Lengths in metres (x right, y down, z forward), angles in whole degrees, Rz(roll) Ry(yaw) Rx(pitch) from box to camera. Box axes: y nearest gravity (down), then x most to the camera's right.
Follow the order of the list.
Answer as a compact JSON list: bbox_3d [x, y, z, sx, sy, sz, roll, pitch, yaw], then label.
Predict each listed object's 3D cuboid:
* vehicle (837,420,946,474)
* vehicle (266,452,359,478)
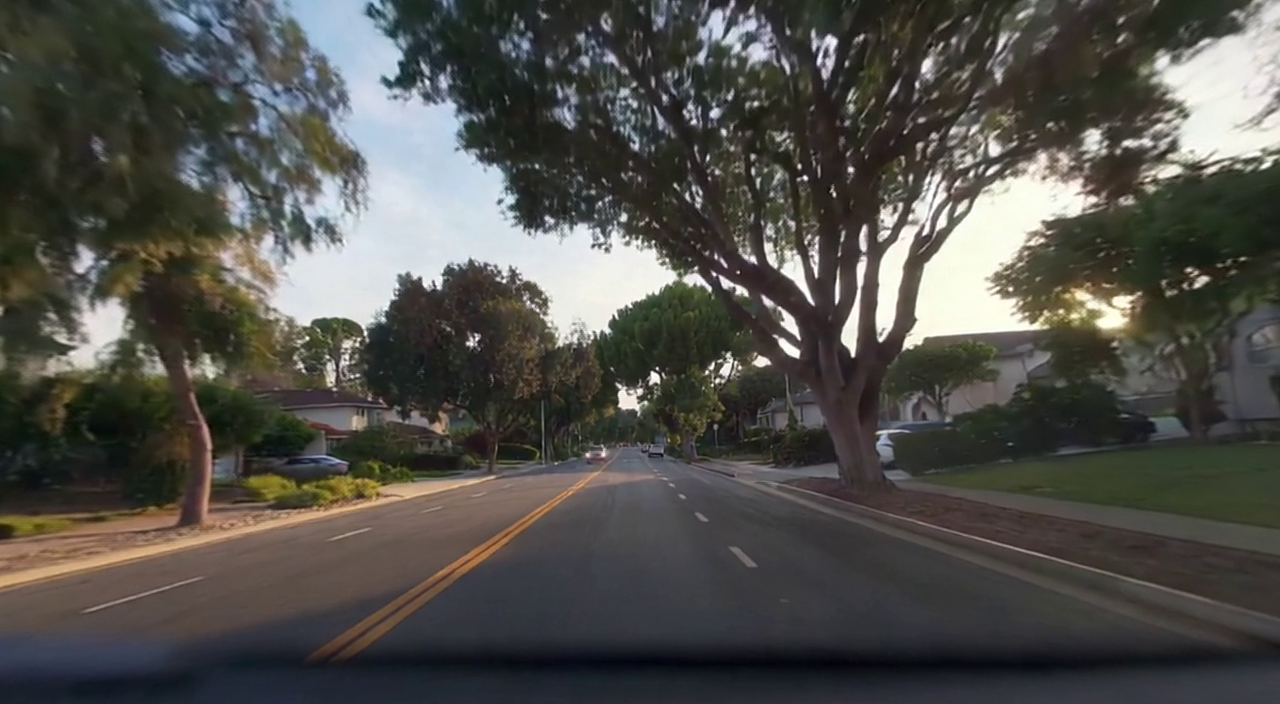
[{"bbox_3d":[10.690,4.124,27.474,2.305,2.042,5.711,0,-9,0],"label":"vehicle"},{"bbox_3d":[-19.560,6.768,37.912,4.459,1.432,1.979,0,-9,-1],"label":"vehicle"}]
